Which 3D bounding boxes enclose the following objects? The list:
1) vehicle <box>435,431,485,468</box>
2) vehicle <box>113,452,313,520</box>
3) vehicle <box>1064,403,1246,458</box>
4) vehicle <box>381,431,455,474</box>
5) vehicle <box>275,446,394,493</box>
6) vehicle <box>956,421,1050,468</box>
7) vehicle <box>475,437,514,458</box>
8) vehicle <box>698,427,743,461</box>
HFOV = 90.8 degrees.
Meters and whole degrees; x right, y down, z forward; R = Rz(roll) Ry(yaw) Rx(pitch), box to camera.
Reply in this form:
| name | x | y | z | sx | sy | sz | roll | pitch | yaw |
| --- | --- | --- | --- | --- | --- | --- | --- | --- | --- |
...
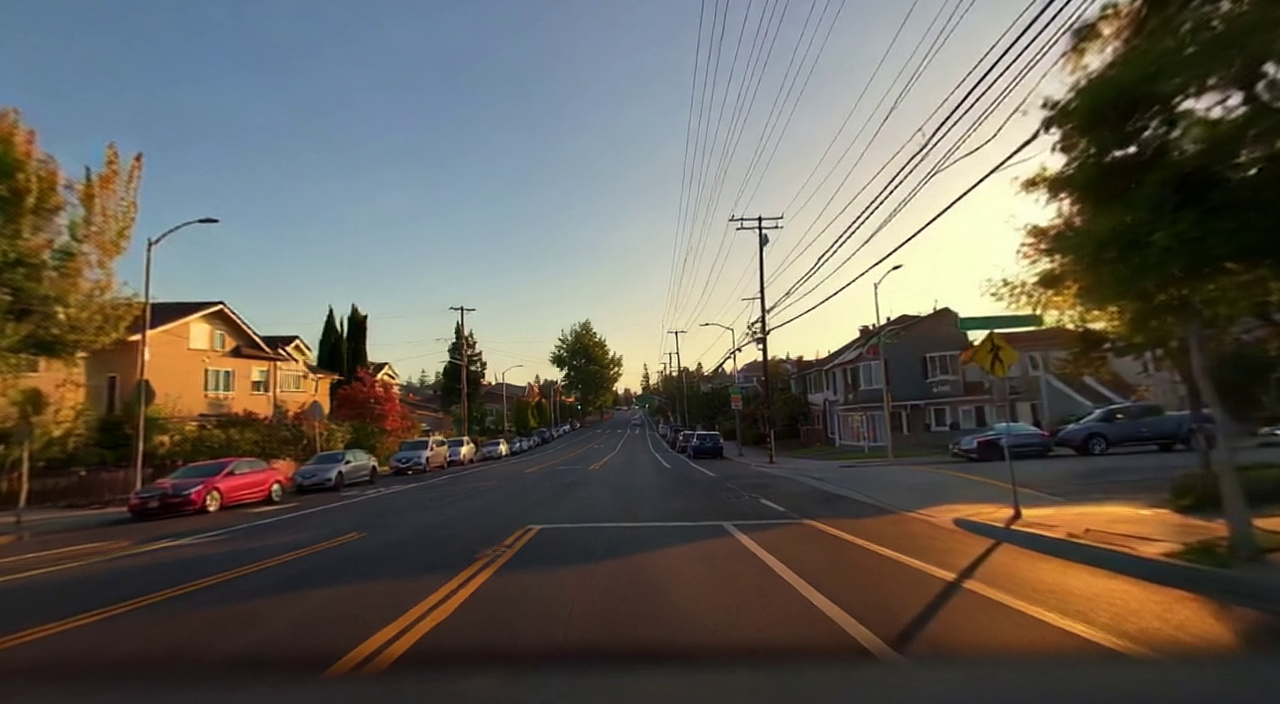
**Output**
| name | x | y | z | sx | sy | sz | roll | pitch | yaw |
| --- | --- | --- | --- | --- | --- | --- | --- | --- | --- |
| vehicle | -11.353 | 6.107 | 40.118 | 1.926 | 1.998 | 4.447 | -4 | -6 | -2 |
| vehicle | -11.097 | 3.468 | 16.966 | 1.970 | 1.523 | 4.702 | -1 | -9 | 2 |
| vehicle | 19.442 | 3.002 | 24.046 | 4.973 | 1.974 | 2.140 | 0 | -9 | 0 |
| vehicle | -11.194 | 5.110 | 32.224 | 2.056 | 1.980 | 4.763 | 0 | -9 | -1 |
| vehicle | -11.130 | 4.272 | 23.444 | 2.082 | 1.540 | 4.654 | 0 | -9 | 0 |
| vehicle | 13.831 | 3.469 | 23.959 | 2.122 | 1.474 | 4.313 | -10 | -10 | 41 |
| vehicle | -11.225 | 7.431 | 49.028 | 2.051 | 1.520 | 4.374 | 0 | -9 | -1 |
| vehicle | 4.309 | 4.998 | 34.252 | 1.867 | 1.680 | 4.176 | 0 | -9 | 0 |
